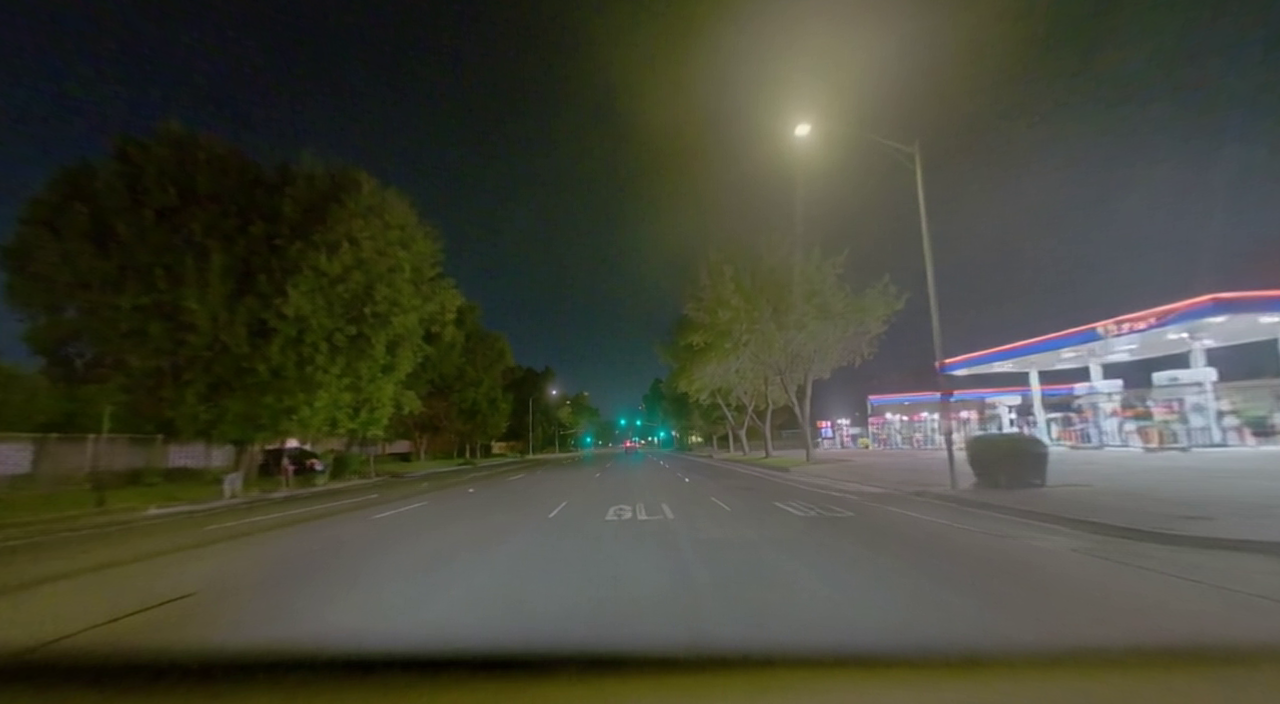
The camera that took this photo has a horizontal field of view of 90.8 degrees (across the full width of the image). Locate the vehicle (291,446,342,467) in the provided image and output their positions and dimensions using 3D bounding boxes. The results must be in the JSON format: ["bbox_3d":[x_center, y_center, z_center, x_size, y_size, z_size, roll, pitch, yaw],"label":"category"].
[{"bbox_3d":[-25.203,8.137,49.392,1.760,1.598,3.881,-1,-8,3],"label":"vehicle"}]

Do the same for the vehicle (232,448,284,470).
[{"bbox_3d":[-30.097,8.429,49.910,1.881,1.444,4.046,-3,-7,-4],"label":"vehicle"}]
